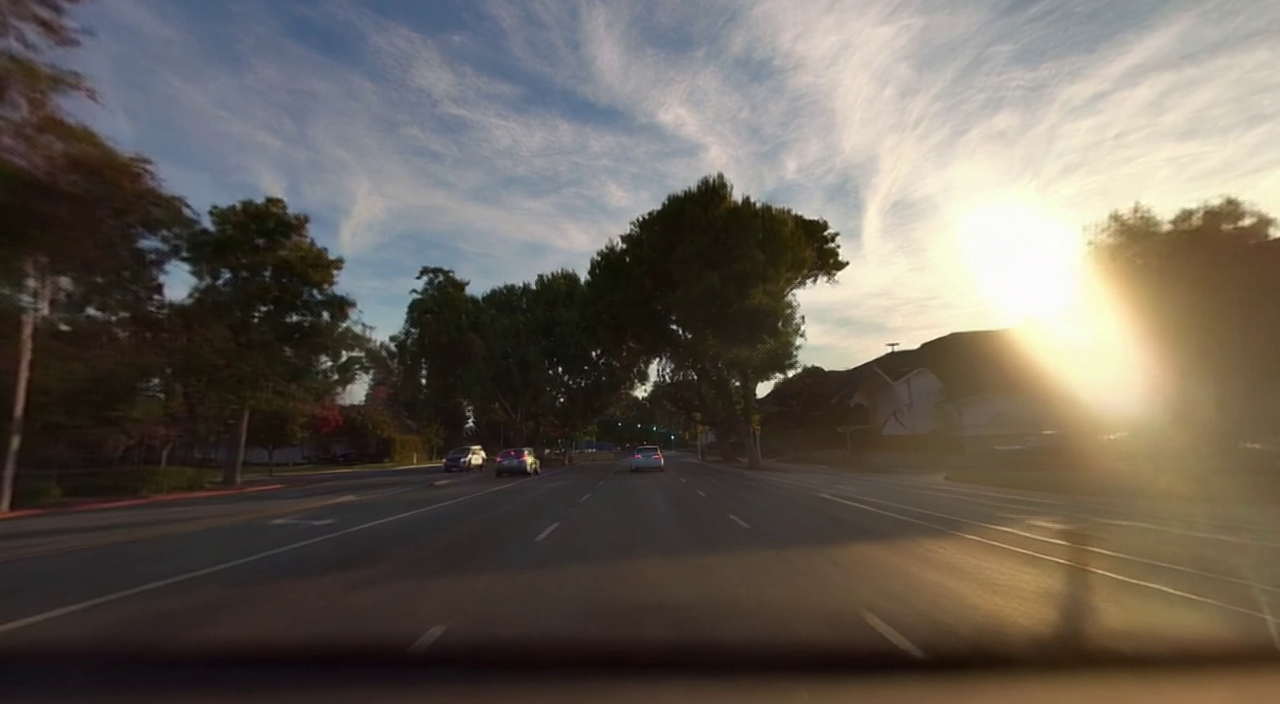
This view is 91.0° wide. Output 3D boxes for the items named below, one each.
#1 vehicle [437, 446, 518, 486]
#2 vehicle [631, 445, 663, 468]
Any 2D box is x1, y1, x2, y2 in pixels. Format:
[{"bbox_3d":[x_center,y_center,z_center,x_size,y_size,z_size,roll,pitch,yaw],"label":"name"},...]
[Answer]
[{"bbox_3d":[-6.459,4.577,25.554,2.014,1.472,4.357,0,-9,2],"label":"vehicle"},{"bbox_3d":[0.472,7.322,44.125,2.106,1.517,4.375,0,-9,0],"label":"vehicle"}]
